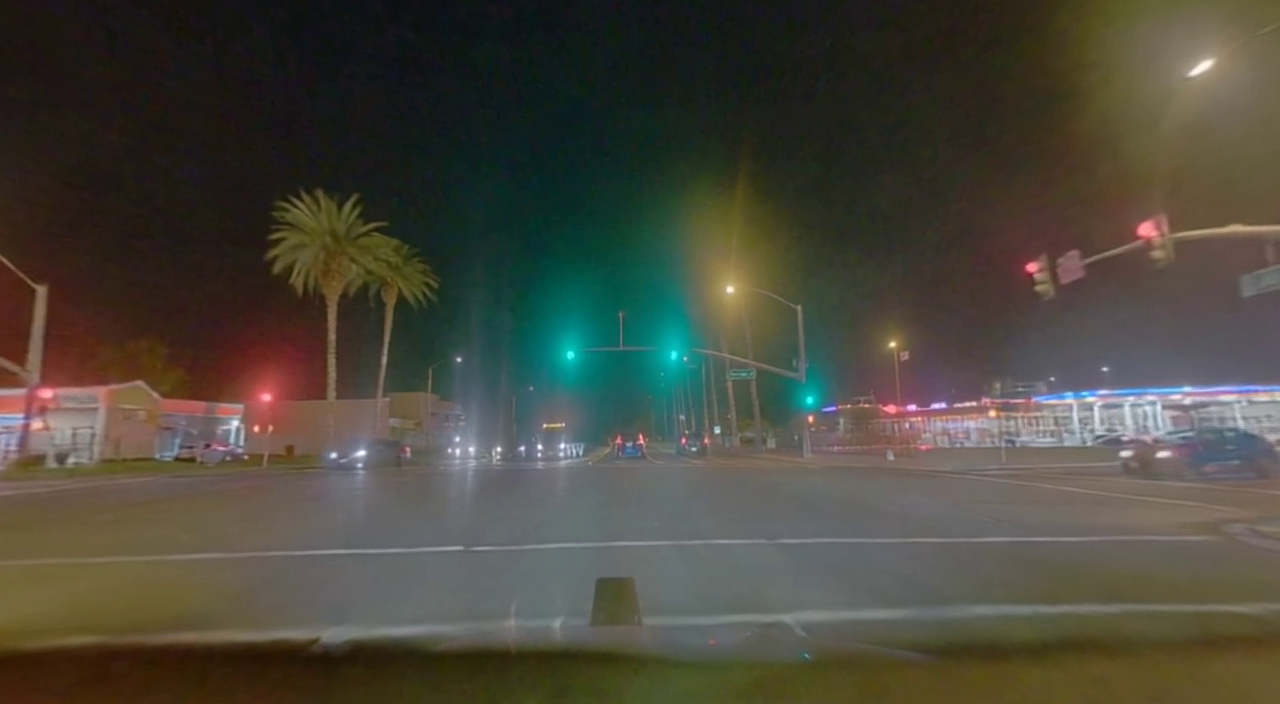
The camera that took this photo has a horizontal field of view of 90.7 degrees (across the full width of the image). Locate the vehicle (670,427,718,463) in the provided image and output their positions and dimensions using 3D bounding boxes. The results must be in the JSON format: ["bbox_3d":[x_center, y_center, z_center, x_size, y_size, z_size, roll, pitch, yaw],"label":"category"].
[{"bbox_3d":[3.039,5.403,36.967,2.190,1.913,5.174,0,-8,-2],"label":"vehicle"}]

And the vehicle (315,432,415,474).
[{"bbox_3d":[-13.353,4.934,31.243,2.287,1.874,5.798,0,-8,0],"label":"vehicle"}]

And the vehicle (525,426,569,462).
[{"bbox_3d":[-5.716,5.742,39.600,2.072,2.107,4.723,0,-8,-1],"label":"vehicle"}]

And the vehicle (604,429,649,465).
[{"bbox_3d":[-0.663,4.896,32.773,2.177,1.754,3.815,0,-8,0],"label":"vehicle"}]

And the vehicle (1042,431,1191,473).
[{"bbox_3d":[19.329,4.071,25.815,4.448,1.611,2.065,1,-8,-4],"label":"vehicle"}]

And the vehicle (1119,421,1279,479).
[{"bbox_3d":[18.610,3.120,20.330,4.685,1.704,2.118,0,-8,-2],"label":"vehicle"}]
